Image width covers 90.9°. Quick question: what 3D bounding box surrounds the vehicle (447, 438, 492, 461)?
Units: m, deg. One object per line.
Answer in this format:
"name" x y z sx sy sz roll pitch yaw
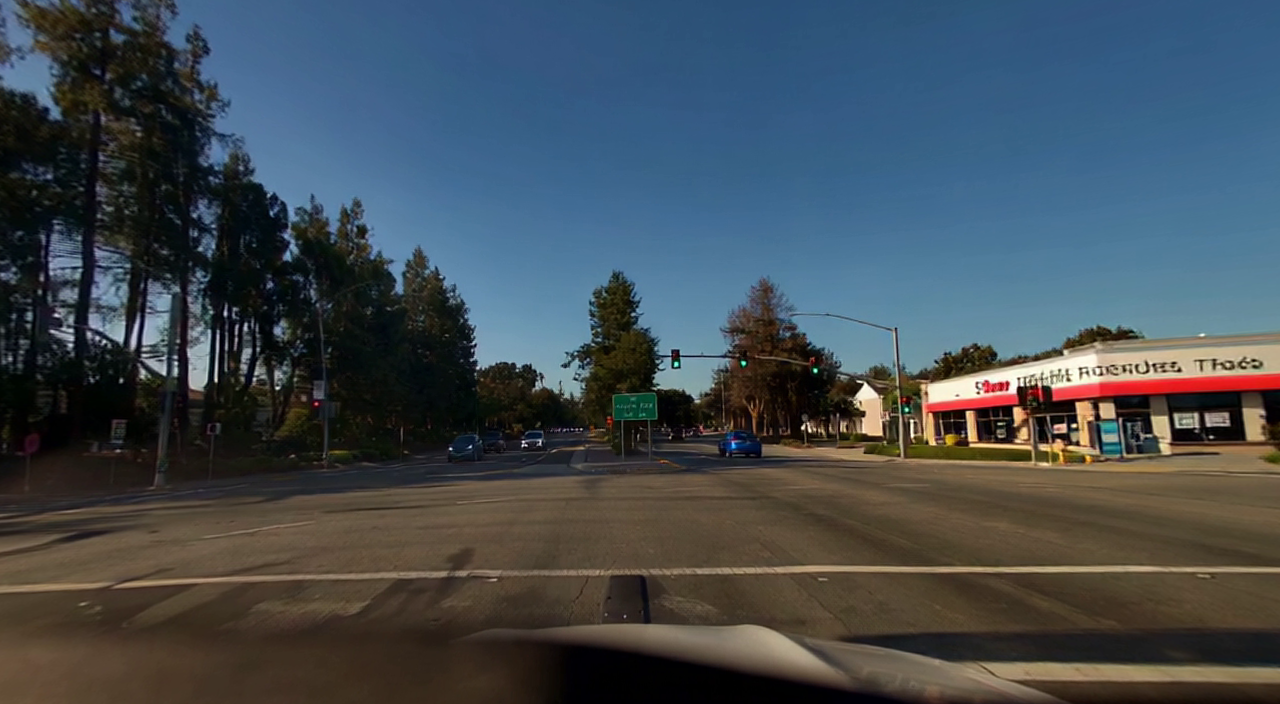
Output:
"vehicle" -11.763 6.785 43.791 2.111 1.499 4.371 0 -9 -3

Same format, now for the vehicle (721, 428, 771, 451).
"vehicle" 7.934 6.680 47.762 1.936 1.664 4.667 2 -9 -14

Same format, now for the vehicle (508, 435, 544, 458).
"vehicle" -8.056 6.744 44.929 1.920 1.546 4.086 0 -9 -2
